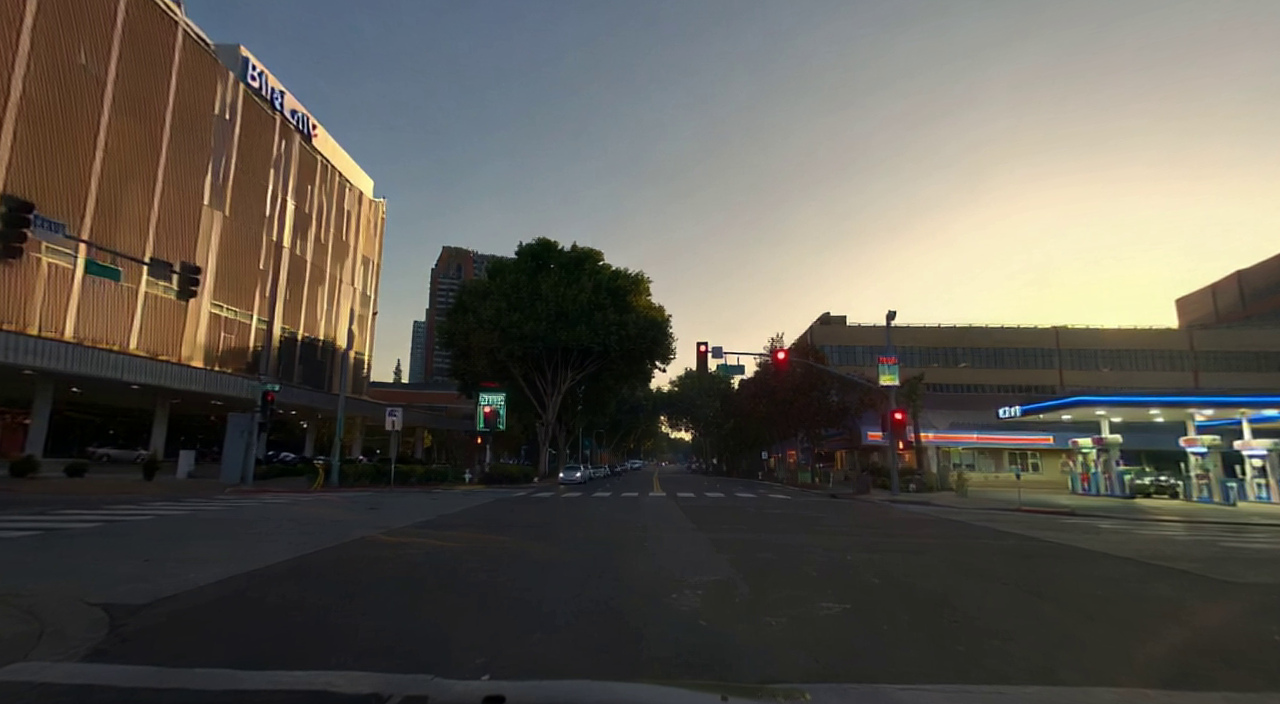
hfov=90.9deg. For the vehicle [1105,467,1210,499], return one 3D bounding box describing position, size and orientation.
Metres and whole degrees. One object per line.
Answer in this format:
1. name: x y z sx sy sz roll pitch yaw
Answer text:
1. vehicle: 28.028 7.072 34.347 1.897 1.466 4.211 1 -8 -6
